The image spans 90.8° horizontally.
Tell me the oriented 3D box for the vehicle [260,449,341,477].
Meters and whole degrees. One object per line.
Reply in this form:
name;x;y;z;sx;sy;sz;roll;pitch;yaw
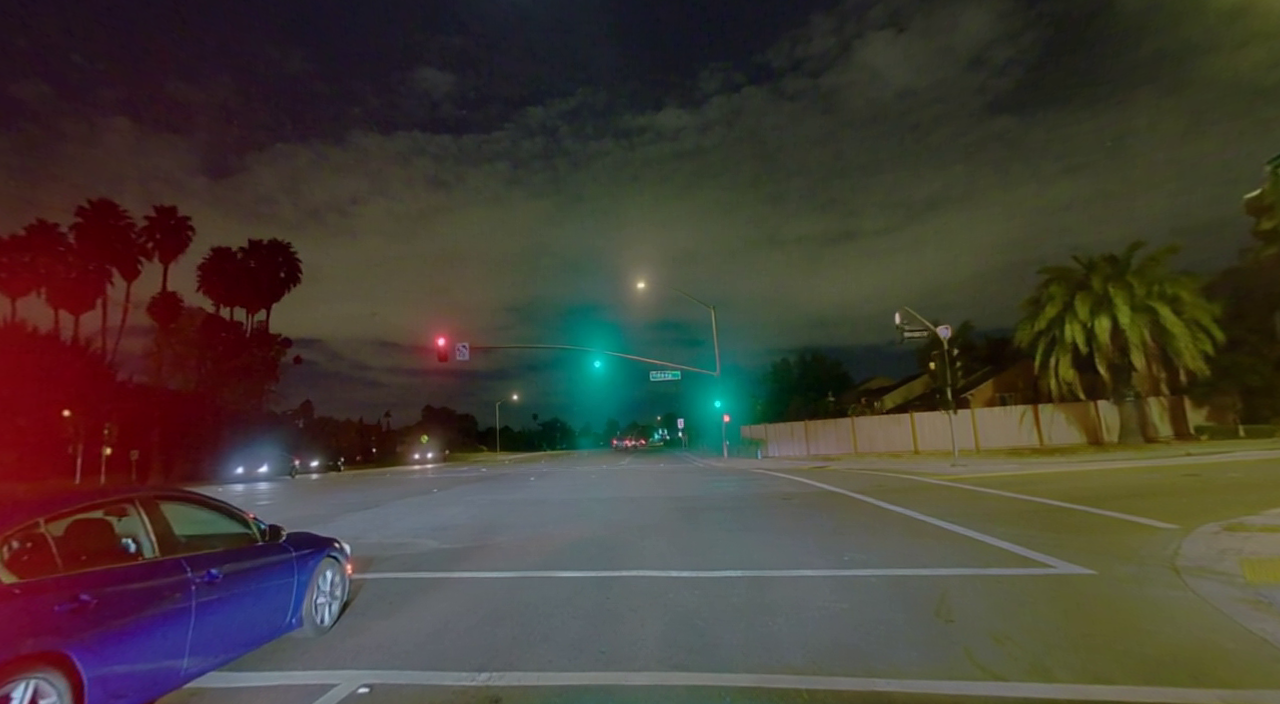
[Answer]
vehicle;-20.024;6.523;37.533;2.084;1.528;4.778;-1;-9;2

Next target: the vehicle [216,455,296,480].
vehicle;-24.068;7.228;39.828;2.019;1.427;4.630;0;-9;1
